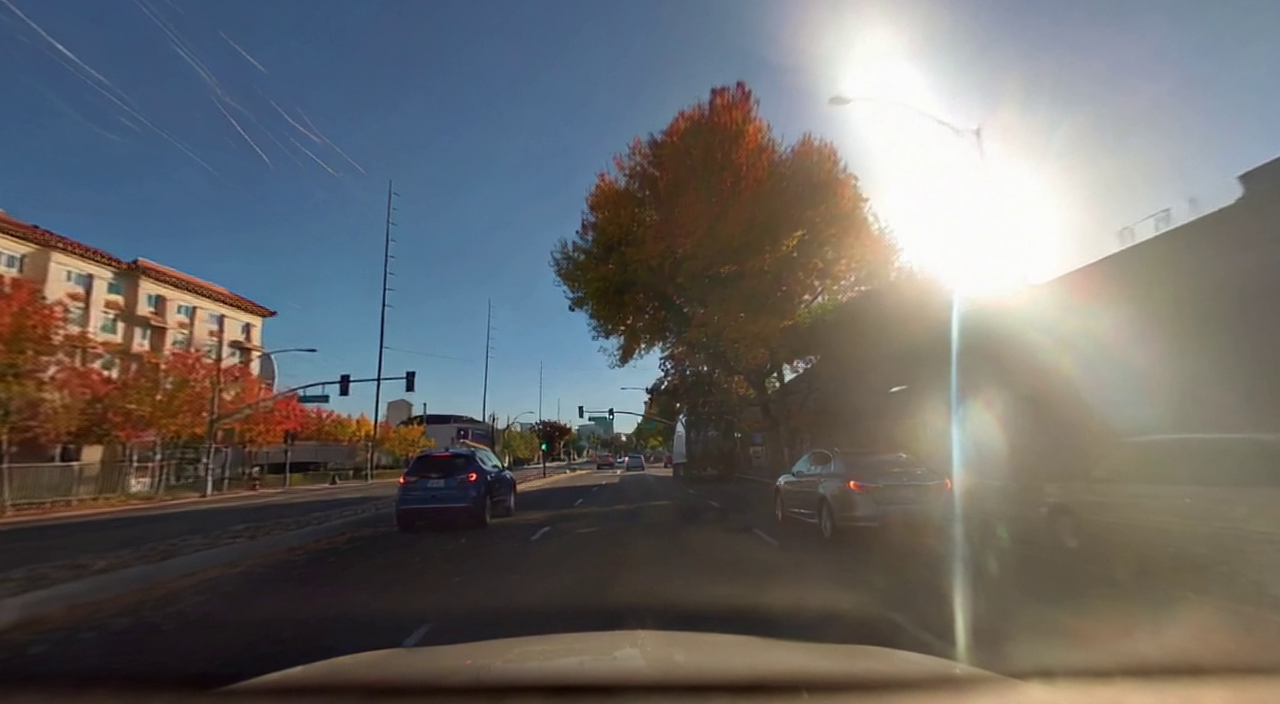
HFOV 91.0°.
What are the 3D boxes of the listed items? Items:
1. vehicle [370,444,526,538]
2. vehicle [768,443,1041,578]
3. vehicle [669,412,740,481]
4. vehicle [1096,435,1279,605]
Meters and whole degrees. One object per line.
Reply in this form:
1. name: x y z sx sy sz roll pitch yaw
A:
1. vehicle: -3.635 2.677 12.856 1.751 1.540 4.481 -1 -9 1
2. vehicle: 3.402 2.109 9.415 1.915 1.449 4.970 0 -9 0
3. vehicle: 3.767 5.940 39.724 3.003 3.680 10.684 0 -9 -2
4. vehicle: 7.093 1.558 5.792 2.035 1.595 4.984 0 -8 0
